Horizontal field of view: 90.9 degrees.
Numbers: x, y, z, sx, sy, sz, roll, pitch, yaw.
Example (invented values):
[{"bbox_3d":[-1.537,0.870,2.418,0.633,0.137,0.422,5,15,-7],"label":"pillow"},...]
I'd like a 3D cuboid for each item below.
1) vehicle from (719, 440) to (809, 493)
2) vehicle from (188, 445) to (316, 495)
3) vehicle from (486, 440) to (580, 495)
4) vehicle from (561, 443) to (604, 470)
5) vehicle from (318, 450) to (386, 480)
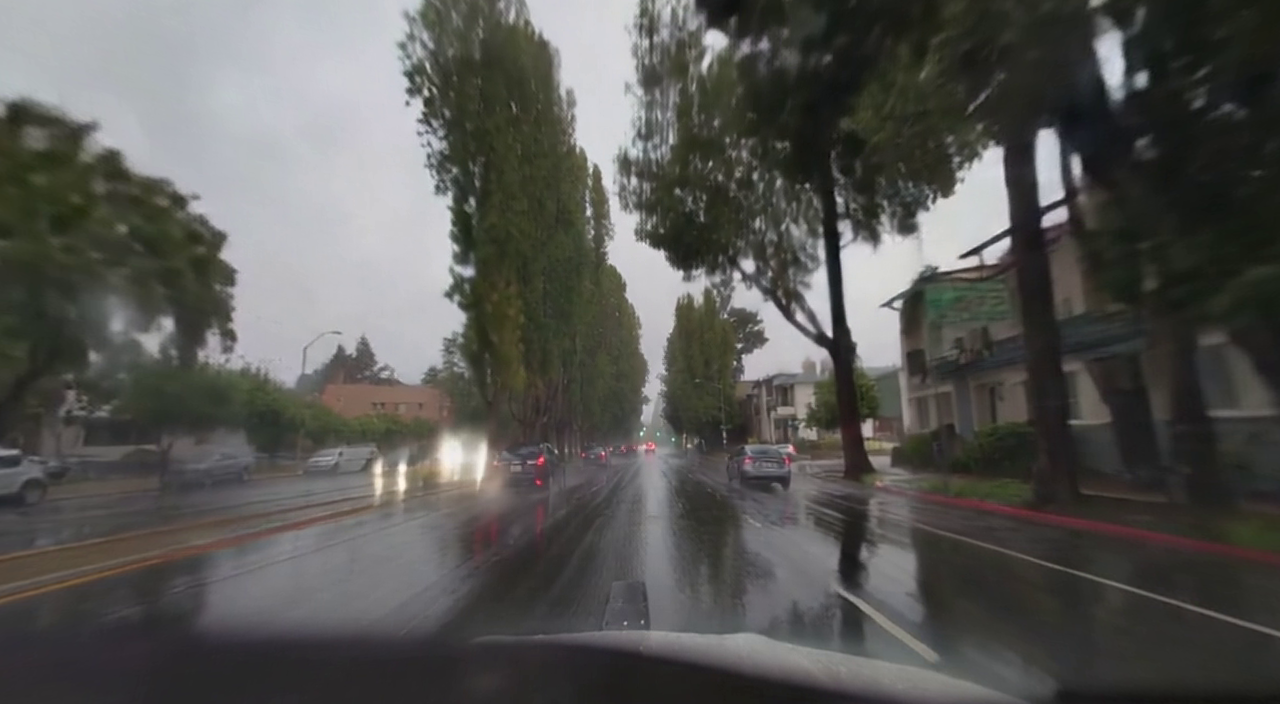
[{"bbox_3d":[3.882,3.650,20.541,2.010,1.486,4.498,1,-8,0],"label":"vehicle"},{"bbox_3d":[-15.625,4.736,25.778,2.012,1.813,4.910,0,-8,1],"label":"vehicle"},{"bbox_3d":[-3.159,3.499,19.591,2.053,1.480,4.381,0,-8,1],"label":"vehicle"},{"bbox_3d":[-3.381,6.216,37.658,1.988,1.497,4.404,0,-8,2],"label":"vehicle"},{"bbox_3d":[-21.991,8.605,48.360,2.928,2.070,4.368,0,-8,3],"label":"vehicle"}]
